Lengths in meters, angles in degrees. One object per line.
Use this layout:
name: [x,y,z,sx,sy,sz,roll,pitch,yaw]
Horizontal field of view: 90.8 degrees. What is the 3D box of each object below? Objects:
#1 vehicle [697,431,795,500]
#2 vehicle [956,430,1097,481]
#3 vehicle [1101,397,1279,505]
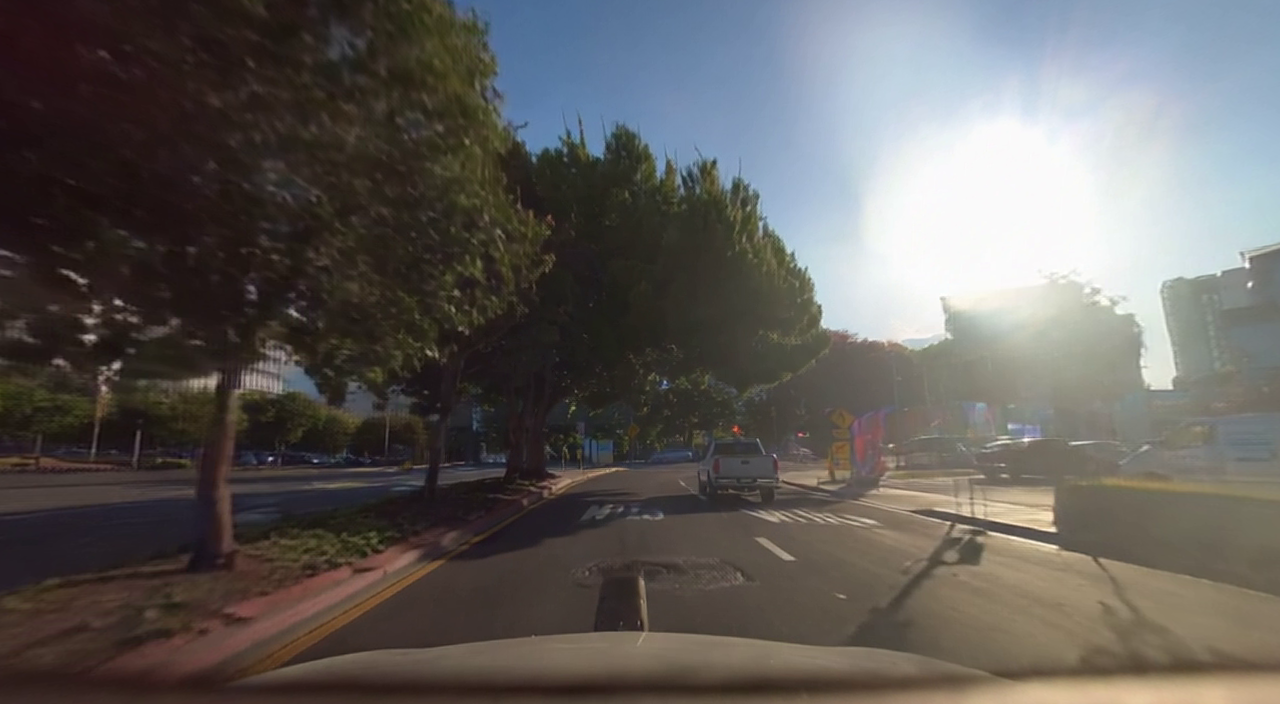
vehicle: [3.234,3.612,20.687,2.402,1.922,5.677,0,-8,2]
vehicle: [17.217,4.633,28.384,4.765,1.678,2.228,-5,-3,6]
vehicle: [15.705,2.541,14.842,7.551,2.142,2.896,4,-10,-1]
